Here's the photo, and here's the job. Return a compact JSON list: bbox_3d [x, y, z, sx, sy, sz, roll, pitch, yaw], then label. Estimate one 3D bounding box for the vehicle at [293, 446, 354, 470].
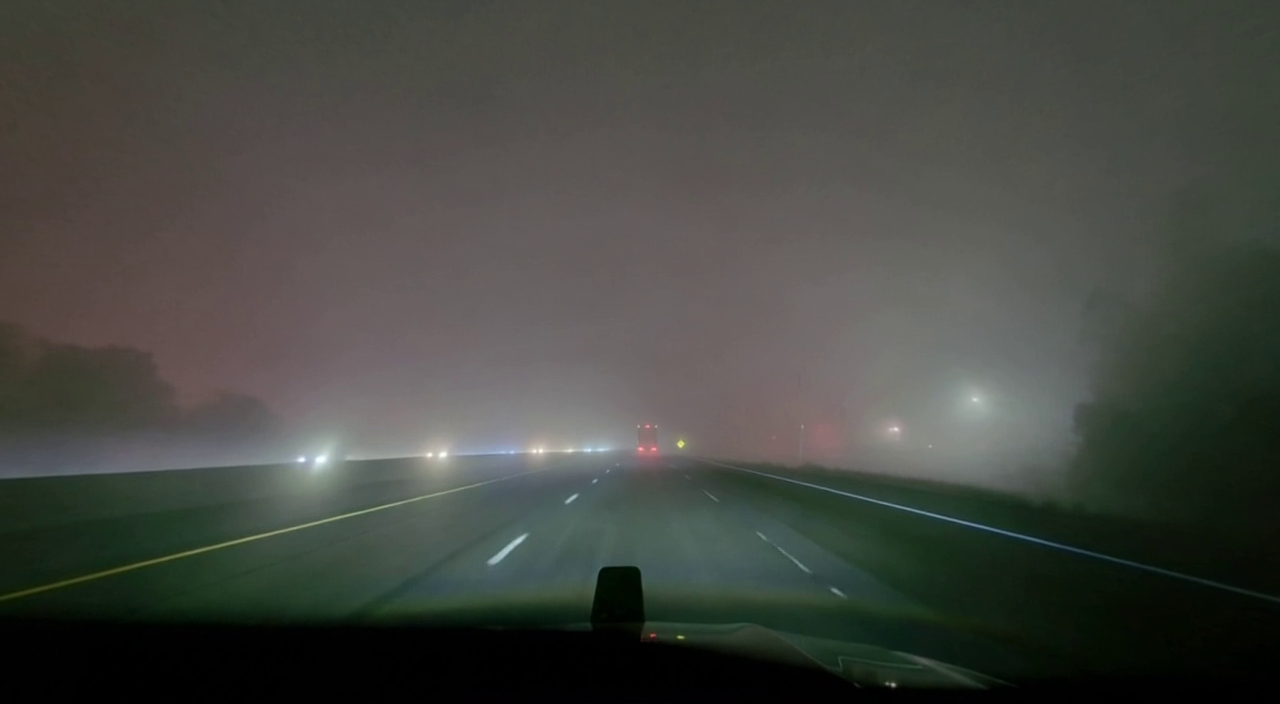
[{"bbox_3d":[-24.850,8.297,49.598,2.126,1.801,4.922,0,-9,1],"label":"vehicle"}]
